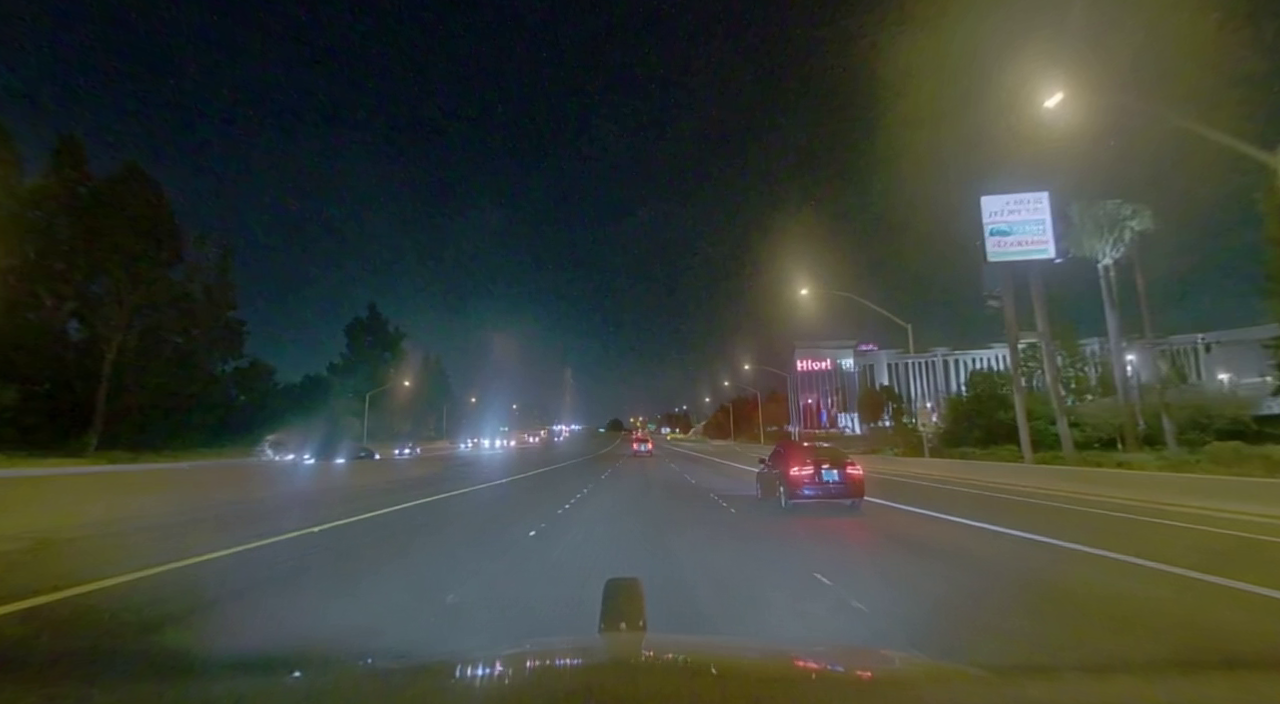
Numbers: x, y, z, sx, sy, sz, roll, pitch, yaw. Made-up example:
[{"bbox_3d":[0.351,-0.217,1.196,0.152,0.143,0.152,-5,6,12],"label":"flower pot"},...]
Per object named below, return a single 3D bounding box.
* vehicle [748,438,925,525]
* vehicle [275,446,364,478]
[{"bbox_3d":[3.659,2.481,12.723,2.069,1.431,4.313,0,-8,-2],"label":"vehicle"},{"bbox_3d":[-16.309,5.575,32.381,2.187,1.484,4.485,0,-8,0],"label":"vehicle"}]
